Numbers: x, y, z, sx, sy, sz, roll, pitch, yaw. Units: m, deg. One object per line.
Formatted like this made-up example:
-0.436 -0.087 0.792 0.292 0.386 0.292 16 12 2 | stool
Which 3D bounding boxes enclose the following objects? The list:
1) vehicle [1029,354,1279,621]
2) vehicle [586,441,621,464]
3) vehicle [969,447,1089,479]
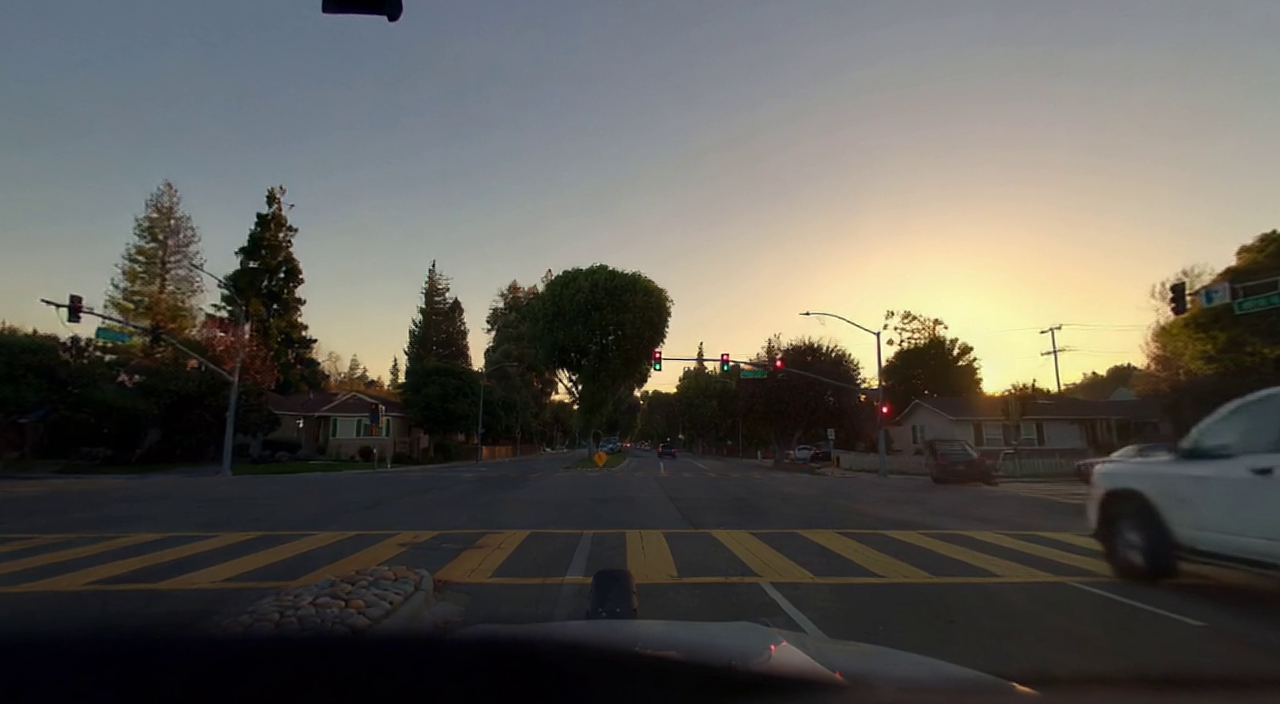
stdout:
6.089 1.067 5.005 2.273 2.042 5.717 0 -9 -1 | vehicle
-2.383 6.711 42.285 2.045 1.484 3.991 0 -9 0 | vehicle
19.744 5.627 32.224 4.874 1.544 1.779 0 -9 1 | vehicle
